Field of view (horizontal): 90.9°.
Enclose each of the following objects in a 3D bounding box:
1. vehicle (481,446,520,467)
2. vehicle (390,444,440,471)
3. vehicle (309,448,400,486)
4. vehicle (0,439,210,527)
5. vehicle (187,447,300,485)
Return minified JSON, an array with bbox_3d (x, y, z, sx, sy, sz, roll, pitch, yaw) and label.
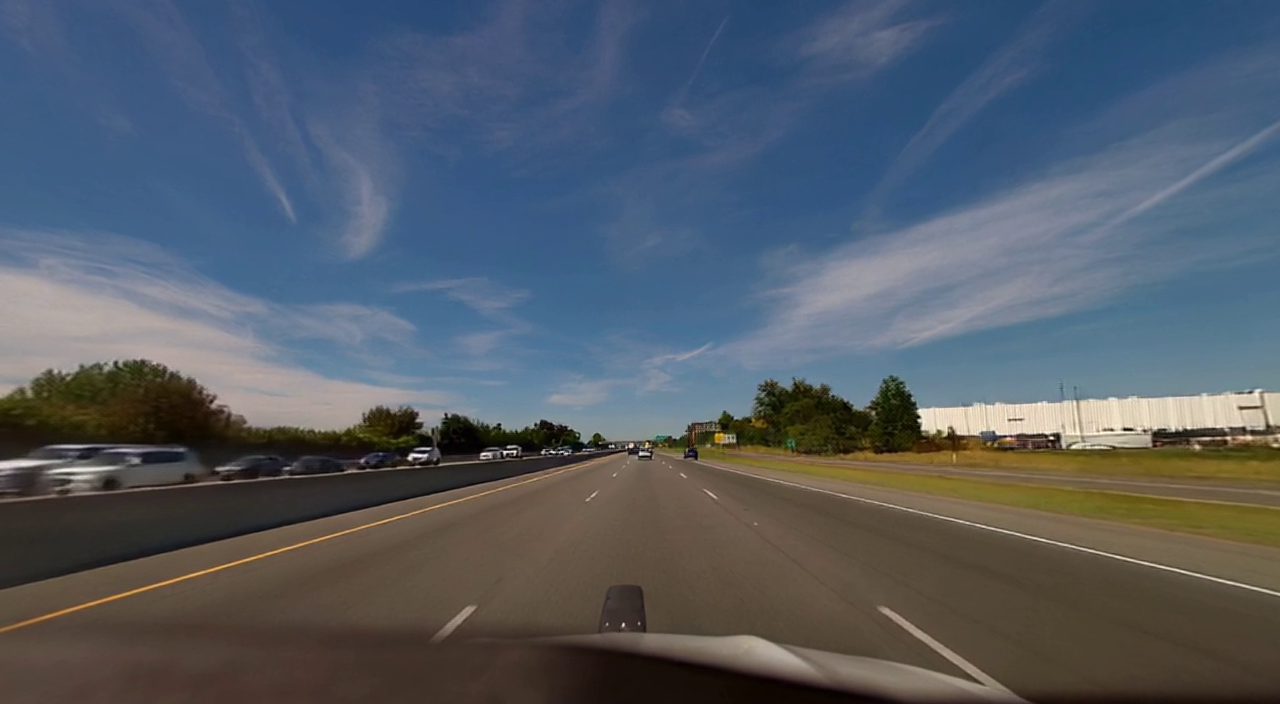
[{"bbox_3d":[-10.906,8.170,49.546,1.969,1.539,4.401,-1,-9,2],"label":"vehicle"},{"bbox_3d":[-16.188,7.582,45.531,1.985,1.819,4.284,0,-9,0],"label":"vehicle"},{"bbox_3d":[-11.635,4.710,26.004,1.893,1.419,3.812,-1,-9,1],"label":"vehicle"},{"bbox_3d":[-11.669,2.597,13.077,2.025,1.474,4.804,0,-9,1],"label":"vehicle"},{"bbox_3d":[-17.172,4.939,27.608,1.905,1.478,4.646,0,-9,0],"label":"vehicle"}]
